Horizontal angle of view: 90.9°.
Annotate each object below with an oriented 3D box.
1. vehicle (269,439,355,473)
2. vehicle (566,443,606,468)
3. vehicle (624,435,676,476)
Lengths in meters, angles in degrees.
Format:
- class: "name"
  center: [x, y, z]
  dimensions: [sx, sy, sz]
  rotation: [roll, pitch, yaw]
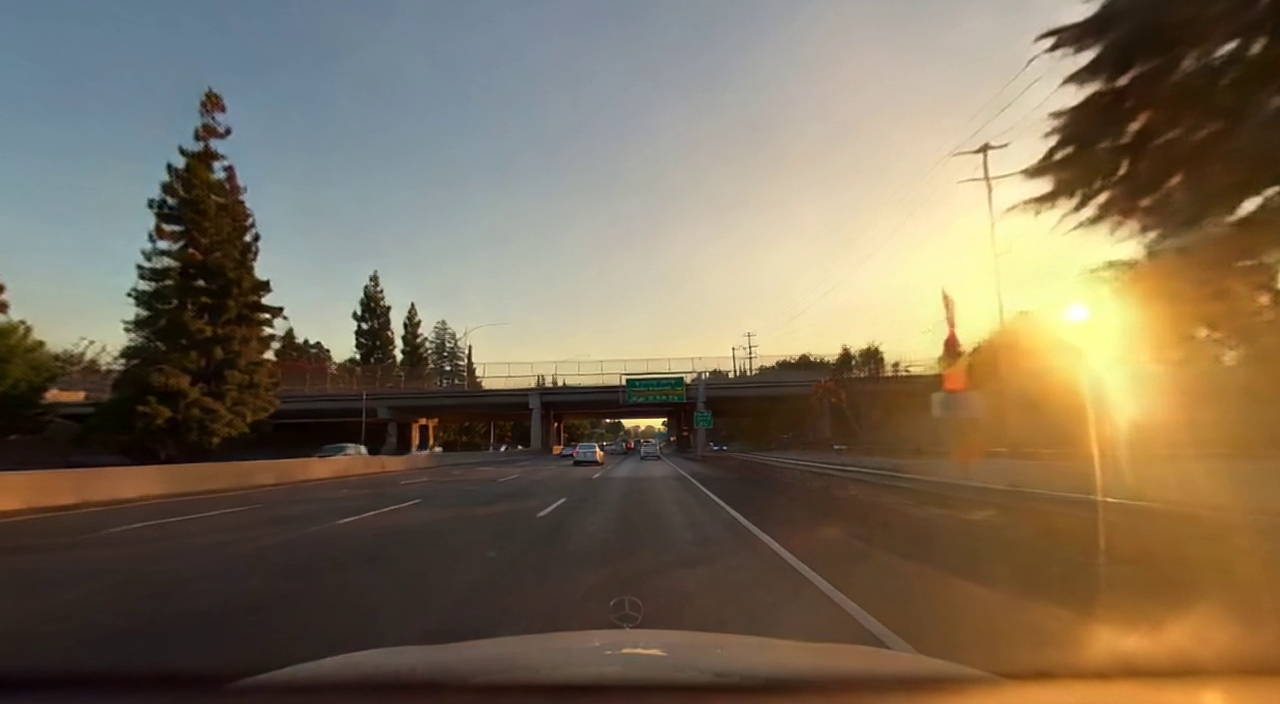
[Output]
- class: "vehicle"
  center: [-20.707, 6.571, 40.197]
  dimensions: [2.228, 1.965, 5.911]
  rotation: [0, -8, 1]
- class: "vehicle"
  center: [-3.350, 6.468, 39.848]
  dimensions: [2.056, 1.464, 4.564]
  rotation: [0, -8, 1]
- class: "vehicle"
  center: [0.415, 4.625, 28.395]
  dimensions: [2.152, 1.697, 4.066]
  rotation: [0, -8, 0]
